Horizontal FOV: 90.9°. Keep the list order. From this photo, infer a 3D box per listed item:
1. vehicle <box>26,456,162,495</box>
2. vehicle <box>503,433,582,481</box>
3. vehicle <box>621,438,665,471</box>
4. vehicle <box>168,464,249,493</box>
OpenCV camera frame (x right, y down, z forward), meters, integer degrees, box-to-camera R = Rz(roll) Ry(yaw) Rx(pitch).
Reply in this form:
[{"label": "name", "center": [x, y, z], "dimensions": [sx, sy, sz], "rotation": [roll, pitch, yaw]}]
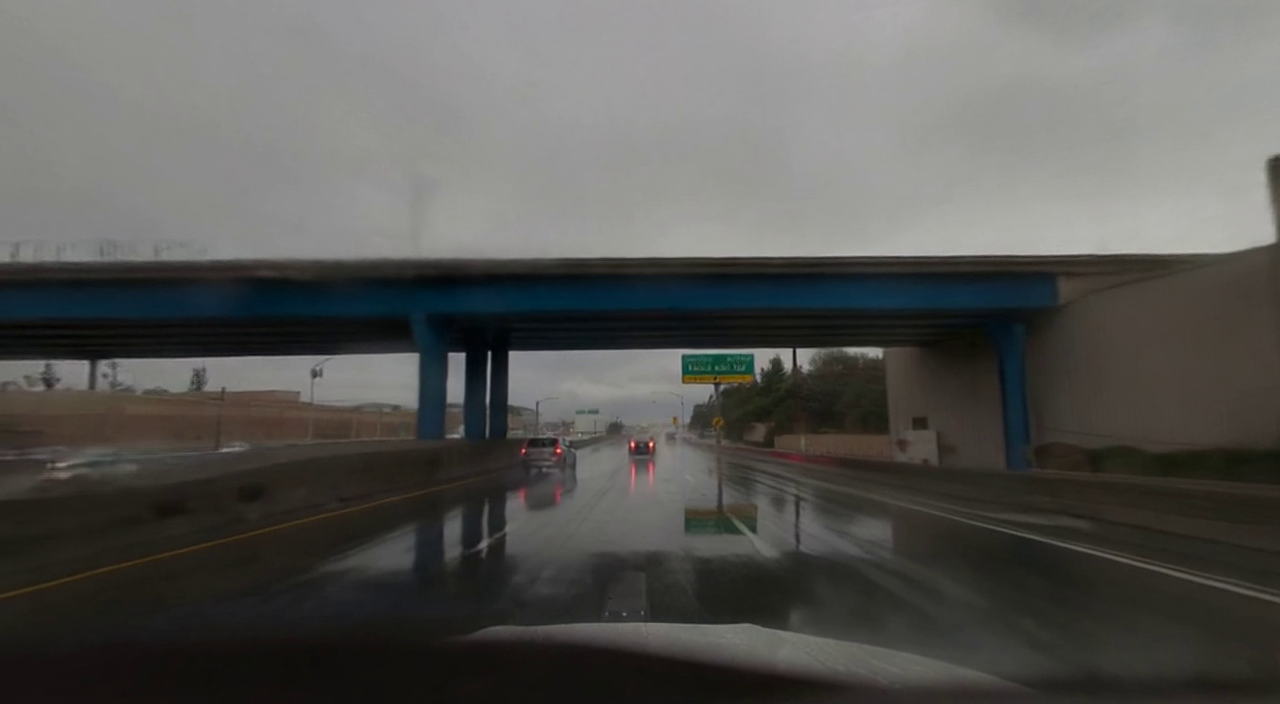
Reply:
[{"label": "vehicle", "center": [-31.733, 7.129, 36.995], "dimensions": [2.533, 1.951, 5.987], "rotation": [0, -8, 1]}, {"label": "vehicle", "center": [-3.463, 3.817, 23.187], "dimensions": [2.064, 1.589, 4.213], "rotation": [-1, -8, 2]}, {"label": "vehicle", "center": [0.135, 4.728, 29.287], "dimensions": [1.877, 1.386, 3.872], "rotation": [0, -8, 0]}, {"label": "vehicle", "center": [-27.955, 8.174, 41.109], "dimensions": [1.844, 1.564, 4.787], "rotation": [0, -8, 1]}]
